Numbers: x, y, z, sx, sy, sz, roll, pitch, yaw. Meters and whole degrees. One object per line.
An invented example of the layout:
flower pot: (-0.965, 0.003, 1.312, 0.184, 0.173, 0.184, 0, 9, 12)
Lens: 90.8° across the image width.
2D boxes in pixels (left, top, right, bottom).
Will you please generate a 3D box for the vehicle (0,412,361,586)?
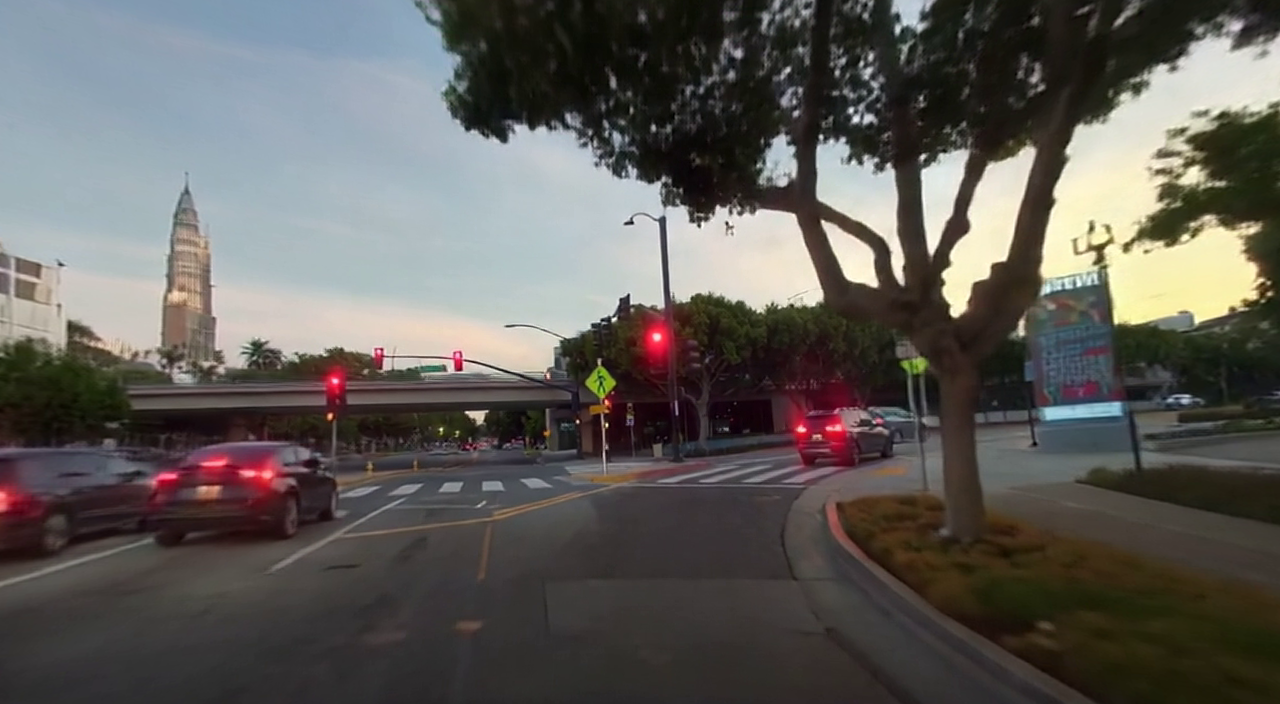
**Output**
vehicle: (-5.796, 1.859, 9.138, 2.066, 1.672, 5.581, 2, -9, -12)

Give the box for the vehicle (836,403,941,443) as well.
vehicle: (13.069, 3.770, 33.208, 5.144, 1.954, 2.122, 4, -9, -27)

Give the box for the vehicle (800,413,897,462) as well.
vehicle: (7.745, 3.164, 23.261, 1.908, 1.622, 4.166, -7, -11, 39)
